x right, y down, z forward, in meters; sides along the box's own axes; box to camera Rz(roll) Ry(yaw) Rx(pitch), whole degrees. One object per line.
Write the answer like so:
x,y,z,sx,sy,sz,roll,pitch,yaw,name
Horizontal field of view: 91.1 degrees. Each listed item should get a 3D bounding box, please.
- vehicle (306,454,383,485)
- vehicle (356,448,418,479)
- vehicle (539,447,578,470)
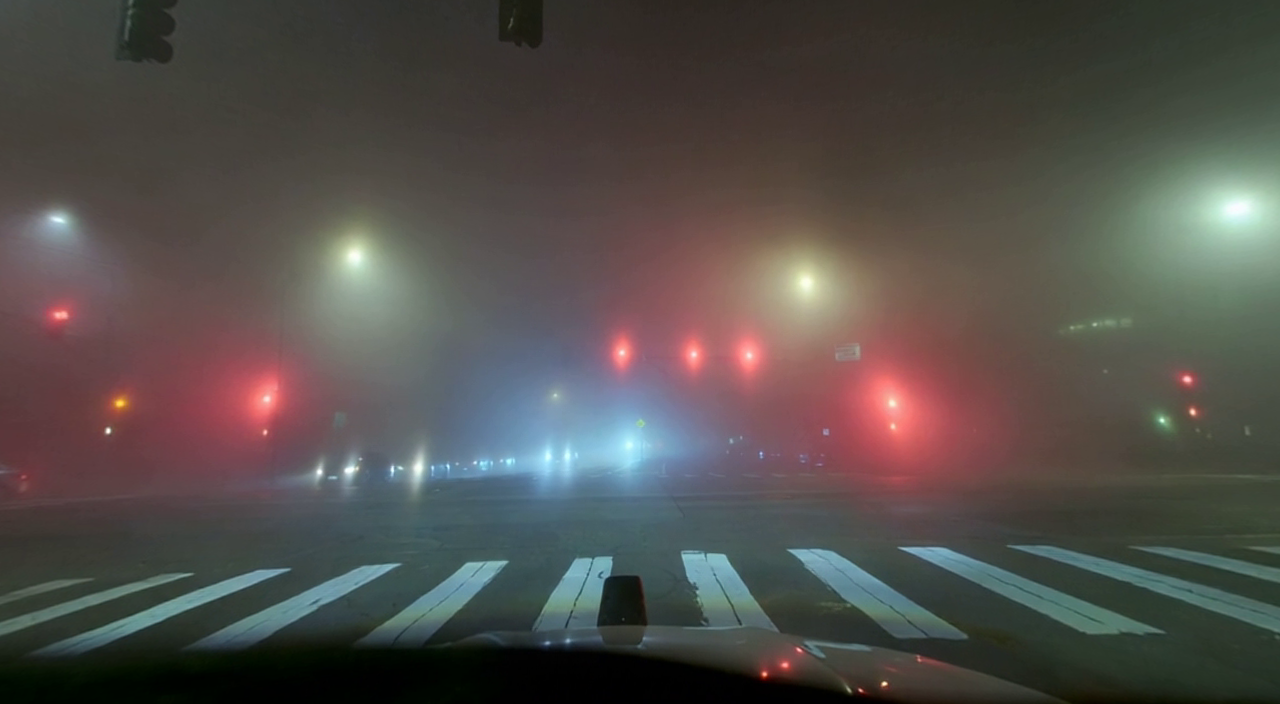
-16.095,6.386,34.498,2.055,1.506,4.663,0,-9,-1,vehicle
-16.188,7.109,40.434,1.960,1.819,5.018,0,-9,-1,vehicle
-5.621,7.435,43.929,2.154,1.501,4.416,0,-9,0,vehicle
